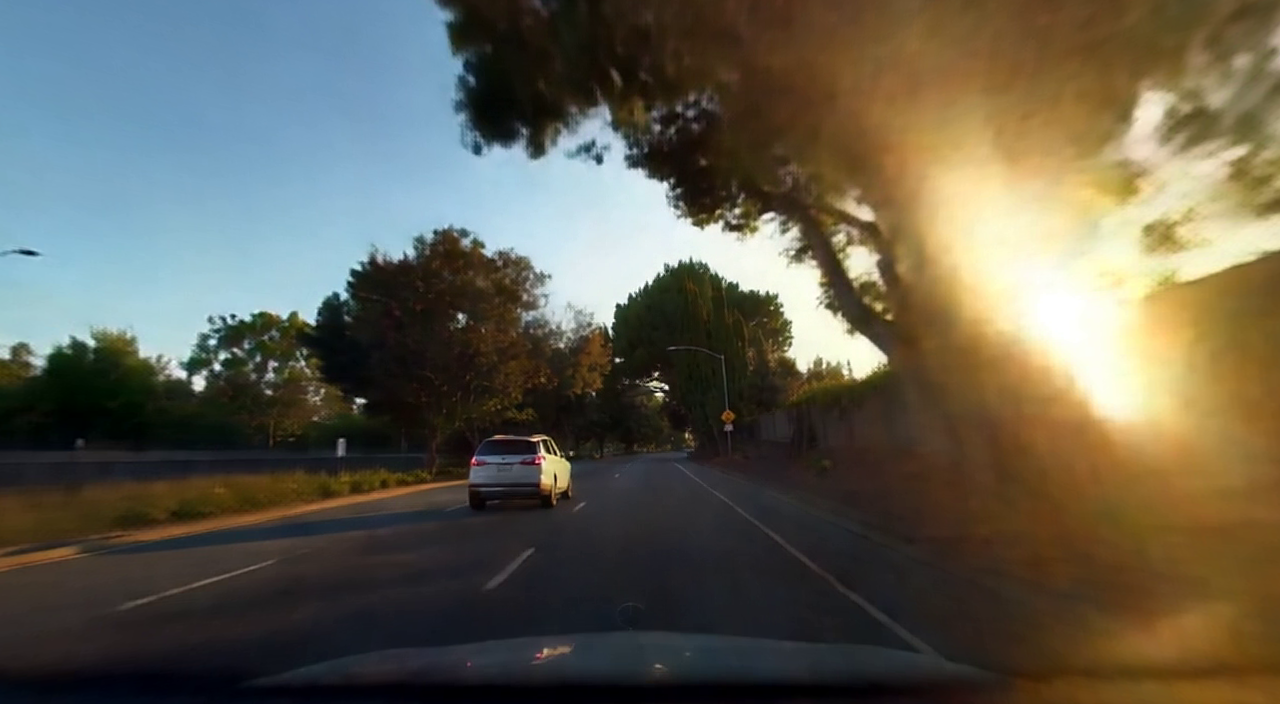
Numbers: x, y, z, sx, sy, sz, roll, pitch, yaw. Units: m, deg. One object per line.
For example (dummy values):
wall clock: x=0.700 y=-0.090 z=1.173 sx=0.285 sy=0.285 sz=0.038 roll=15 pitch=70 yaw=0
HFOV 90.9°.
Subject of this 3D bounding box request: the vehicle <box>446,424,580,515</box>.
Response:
vehicle: x=-2.834 y=2.763 z=15.386 sx=2.160 sy=1.855 sz=4.695 roll=0 pitch=-8 yaw=2
